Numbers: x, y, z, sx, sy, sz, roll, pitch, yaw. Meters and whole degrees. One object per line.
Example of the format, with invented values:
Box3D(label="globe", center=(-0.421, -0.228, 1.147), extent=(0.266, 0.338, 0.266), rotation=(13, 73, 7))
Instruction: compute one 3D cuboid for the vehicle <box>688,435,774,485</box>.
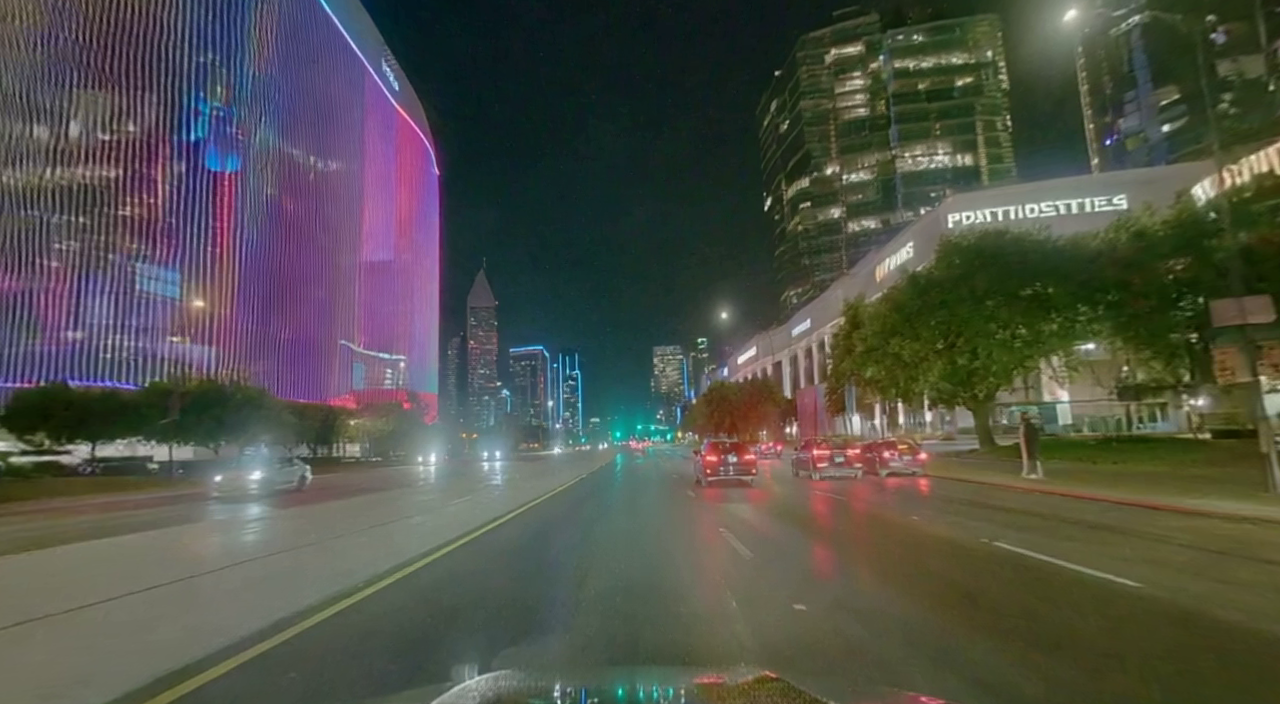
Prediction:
Box3D(label="vehicle", center=(2.909, 3.601, 21.341), extent=(2.131, 1.491, 4.496), rotation=(0, -8, -2))

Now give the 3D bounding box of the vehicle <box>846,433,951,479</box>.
Box3D(label="vehicle", center=(9.776, 3.978, 24.424), extent=(1.952, 1.574, 5.052), rotation=(0, -8, 0))

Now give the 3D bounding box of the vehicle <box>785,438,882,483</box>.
Box3D(label="vehicle", center=(6.615, 3.745, 22.161), extent=(1.912, 1.411, 4.380), rotation=(0, -8, -2))

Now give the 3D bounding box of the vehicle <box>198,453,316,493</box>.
Box3D(label="vehicle", center=(-16.230, 5.127, 27.151), extent=(2.001, 1.471, 4.836), rotation=(0, -8, 1))
